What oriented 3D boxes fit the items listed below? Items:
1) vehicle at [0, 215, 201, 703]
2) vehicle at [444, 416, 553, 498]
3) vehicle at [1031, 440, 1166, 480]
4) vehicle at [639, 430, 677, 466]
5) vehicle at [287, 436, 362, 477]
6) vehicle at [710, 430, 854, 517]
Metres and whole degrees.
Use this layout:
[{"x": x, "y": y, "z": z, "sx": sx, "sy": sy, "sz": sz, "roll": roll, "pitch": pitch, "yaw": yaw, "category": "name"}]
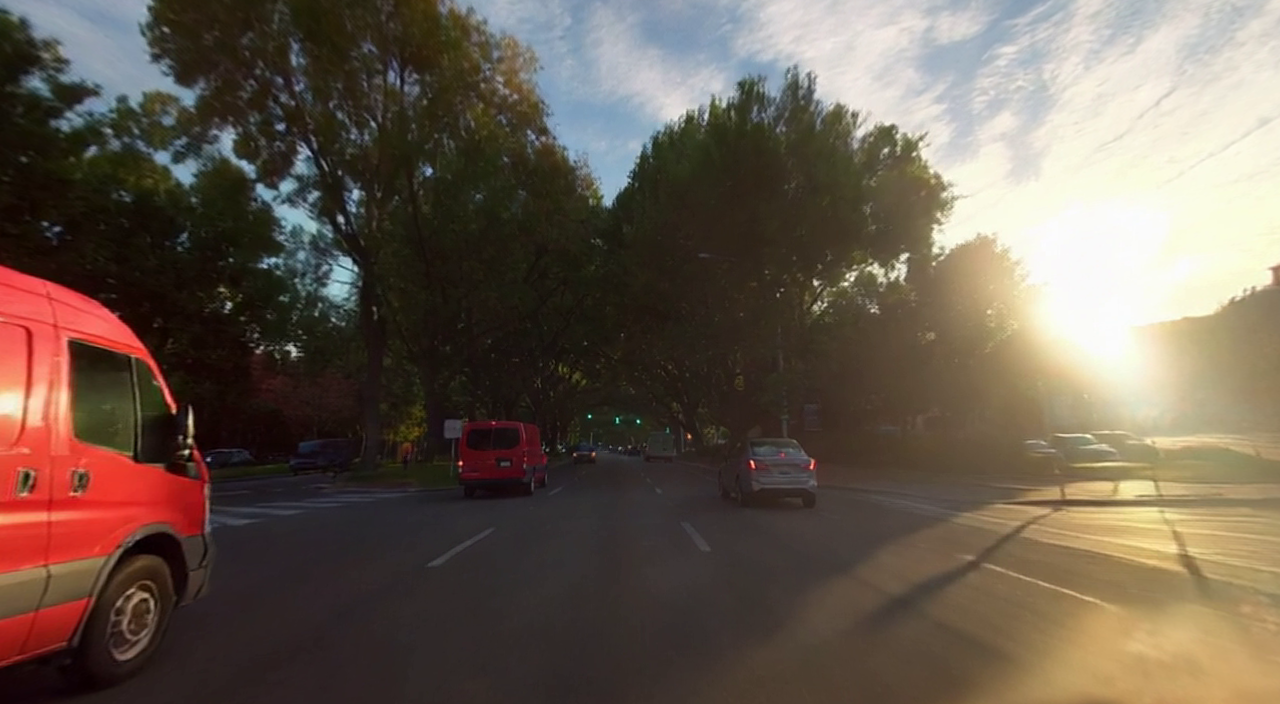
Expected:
[{"x": -3.420, "y": 0.318, "z": 0.342, "sx": 2.269, "sy": 2.190, "sz": 5.680, "roll": 1, "pitch": -8, "yaw": -1, "category": "vehicle"}, {"x": -4.222, "y": 3.249, "z": 19.765, "sx": 2.420, "sy": 2.227, "sz": 4.499, "roll": 0, "pitch": -9, "yaw": -1, "category": "vehicle"}, {"x": 18.366, "y": 4.310, "z": 25.401, "sx": 4.210, "sy": 1.480, "sz": 1.922, "roll": 1, "pitch": -9, "yaw": -11, "category": "vehicle"}, {"x": 1.270, "y": 7.229, "z": 47.512, "sx": 2.397, "sy": 2.566, "sz": 5.324, "roll": 1, "pitch": -9, "yaw": -4, "category": "vehicle"}, {"x": -23.873, "y": 7.908, "z": 48.168, "sx": 2.408, "sy": 2.860, "sz": 6.627, "roll": 0, "pitch": -9, "yaw": -2, "category": "vehicle"}, {"x": 2.991, "y": 2.699, "z": 14.528, "sx": 2.087, "sy": 1.658, "sz": 4.612, "roll": 0, "pitch": -9, "yaw": -2, "category": "vehicle"}]
